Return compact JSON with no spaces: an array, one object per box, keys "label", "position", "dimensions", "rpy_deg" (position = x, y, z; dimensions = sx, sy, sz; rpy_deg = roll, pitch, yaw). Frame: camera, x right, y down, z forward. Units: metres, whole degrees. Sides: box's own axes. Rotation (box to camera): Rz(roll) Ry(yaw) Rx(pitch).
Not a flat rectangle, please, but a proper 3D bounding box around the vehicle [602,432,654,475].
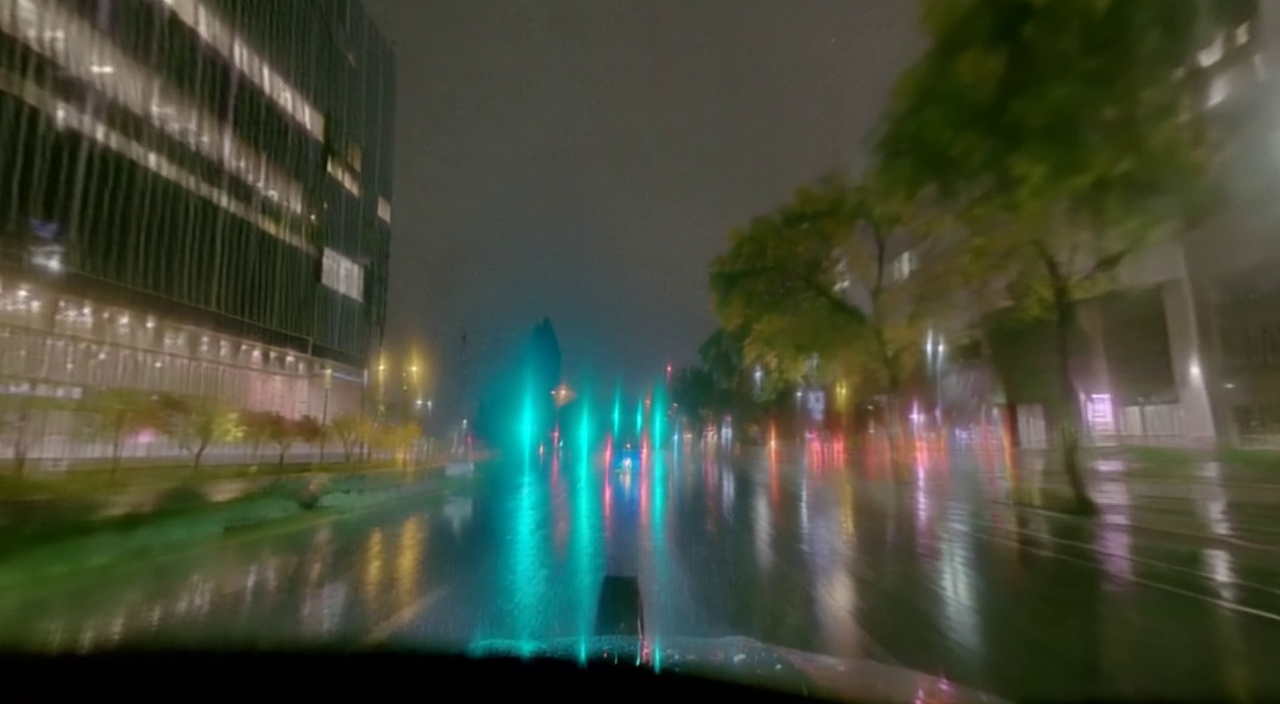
[{"label":"vehicle","position":[-0.539,4.799,30.033],"dimensions":[2.313,1.860,4.319],"rpy_deg":[0,-9,0]}]
